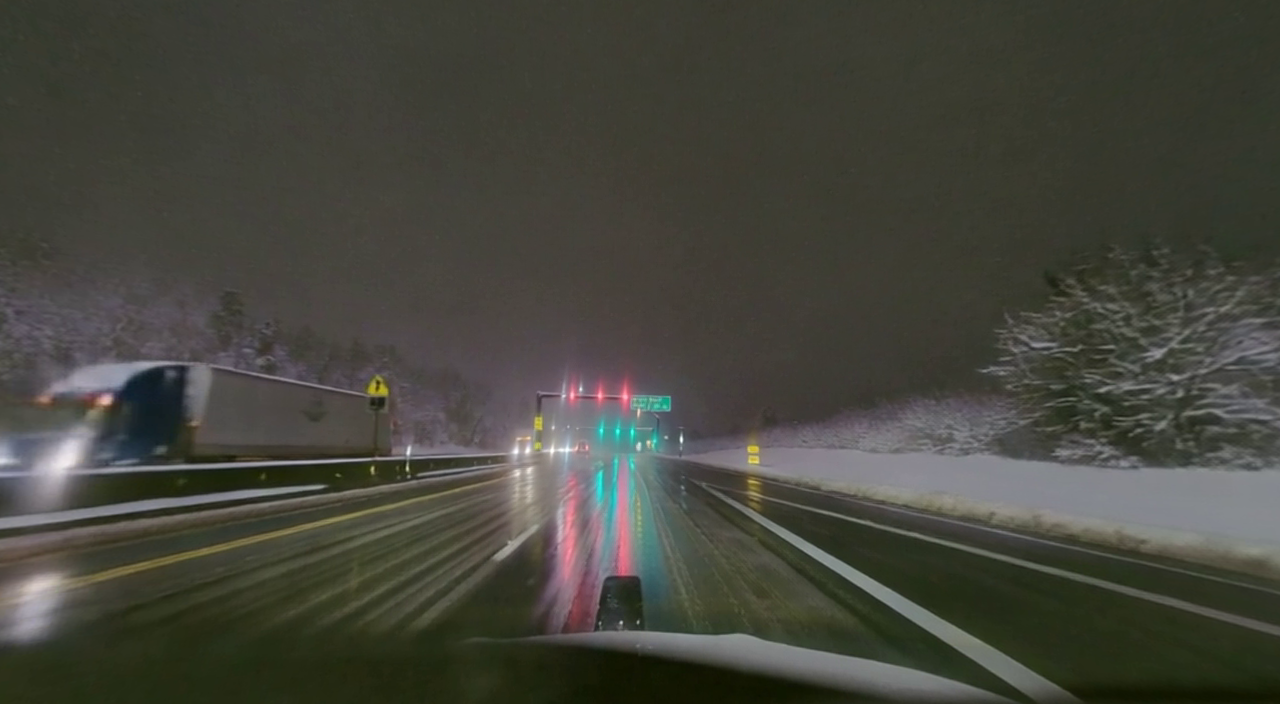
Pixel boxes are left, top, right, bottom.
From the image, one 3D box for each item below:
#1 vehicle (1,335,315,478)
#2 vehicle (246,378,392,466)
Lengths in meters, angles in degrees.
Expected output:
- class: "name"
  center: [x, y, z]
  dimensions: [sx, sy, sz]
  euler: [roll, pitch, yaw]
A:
- class: "vehicle"
  center: [-15.611, 2.236, 22.209]
  dimensions: [2.962, 3.855, 10.399]
  euler: [0, -9, -1]
- class: "vehicle"
  center: [-15.610, 3.670, 31.683]
  dimensions: [2.883, 3.846, 8.312]
  euler: [0, -9, 0]
